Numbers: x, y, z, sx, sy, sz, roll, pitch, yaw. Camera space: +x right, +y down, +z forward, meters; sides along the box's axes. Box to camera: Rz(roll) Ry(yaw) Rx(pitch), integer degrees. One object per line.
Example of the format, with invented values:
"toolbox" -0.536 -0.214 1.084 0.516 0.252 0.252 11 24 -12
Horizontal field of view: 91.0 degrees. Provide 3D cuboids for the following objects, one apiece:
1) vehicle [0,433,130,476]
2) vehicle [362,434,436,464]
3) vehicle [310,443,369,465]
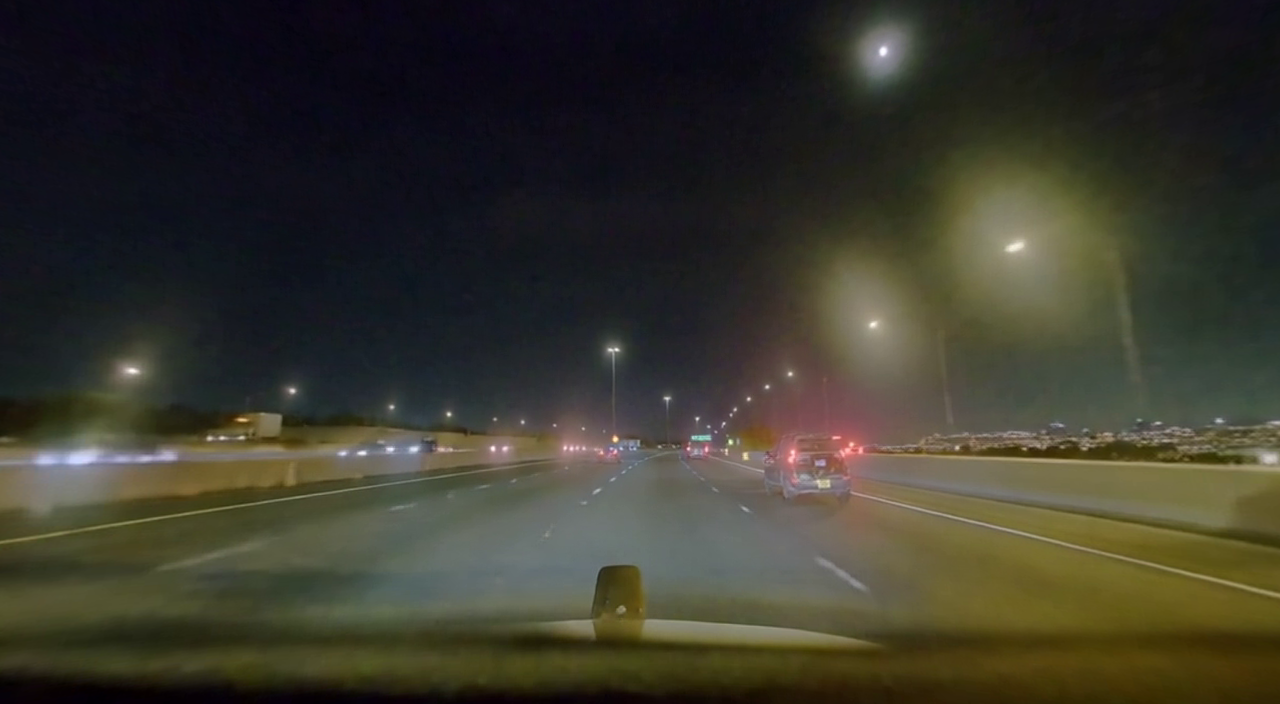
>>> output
"vehicle" -25.519 4.471 27.601 1.952 1.692 5.068 0 -9 2
"vehicle" -15.303 6.220 40.349 2.219 1.751 5.734 0 -9 3
"vehicle" -21.816 7.469 45.989 1.859 1.506 4.648 0 -9 2
